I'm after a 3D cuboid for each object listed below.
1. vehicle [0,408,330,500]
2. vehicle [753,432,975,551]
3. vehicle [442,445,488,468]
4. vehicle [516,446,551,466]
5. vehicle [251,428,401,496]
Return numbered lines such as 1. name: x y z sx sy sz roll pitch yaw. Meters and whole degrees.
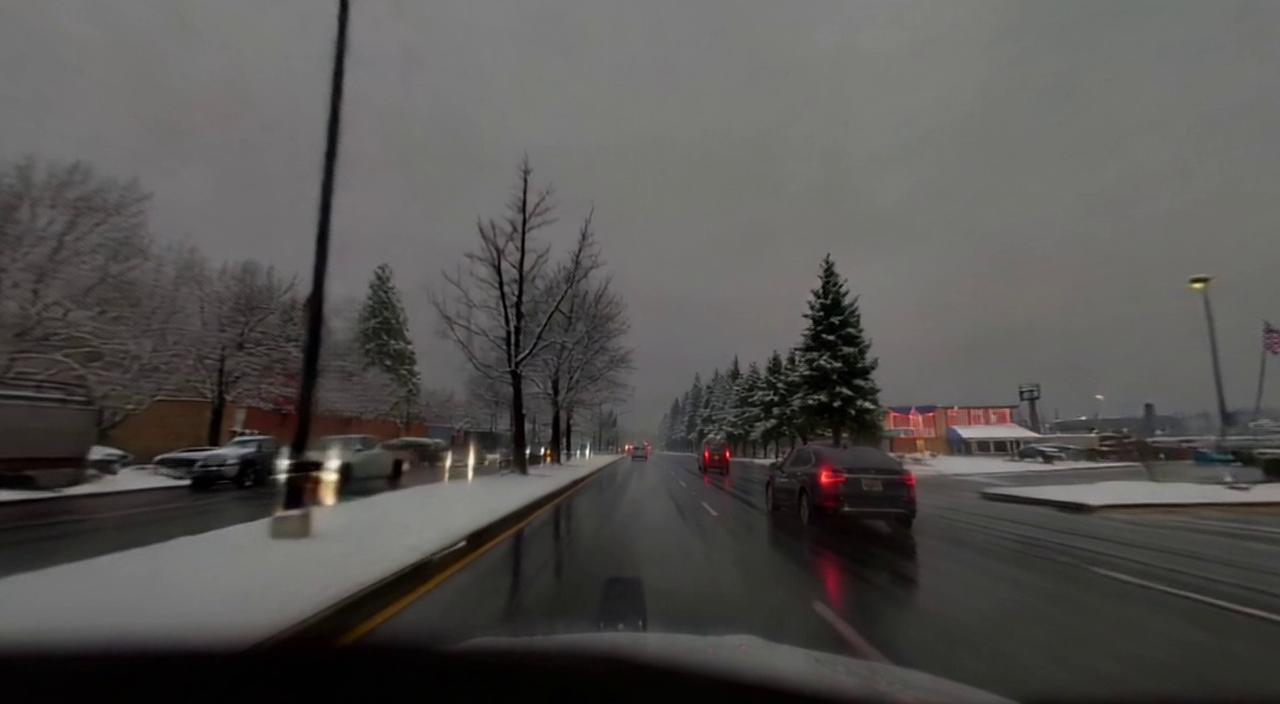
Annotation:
1. vehicle: -18.485 4.202 26.490 2.964 2.641 15.868 -2 -9 0
2. vehicle: 3.262 2.113 10.272 1.935 1.501 4.384 0 -9 -1
3. vehicle: -12.174 7.310 44.039 1.878 1.470 4.477 0 -8 1
4. vehicle: -8.340 8.145 49.392 1.926 1.509 4.303 0 -9 1
5. vehicle: -9.075 3.215 18.749 1.953 1.753 4.843 0 -9 0
